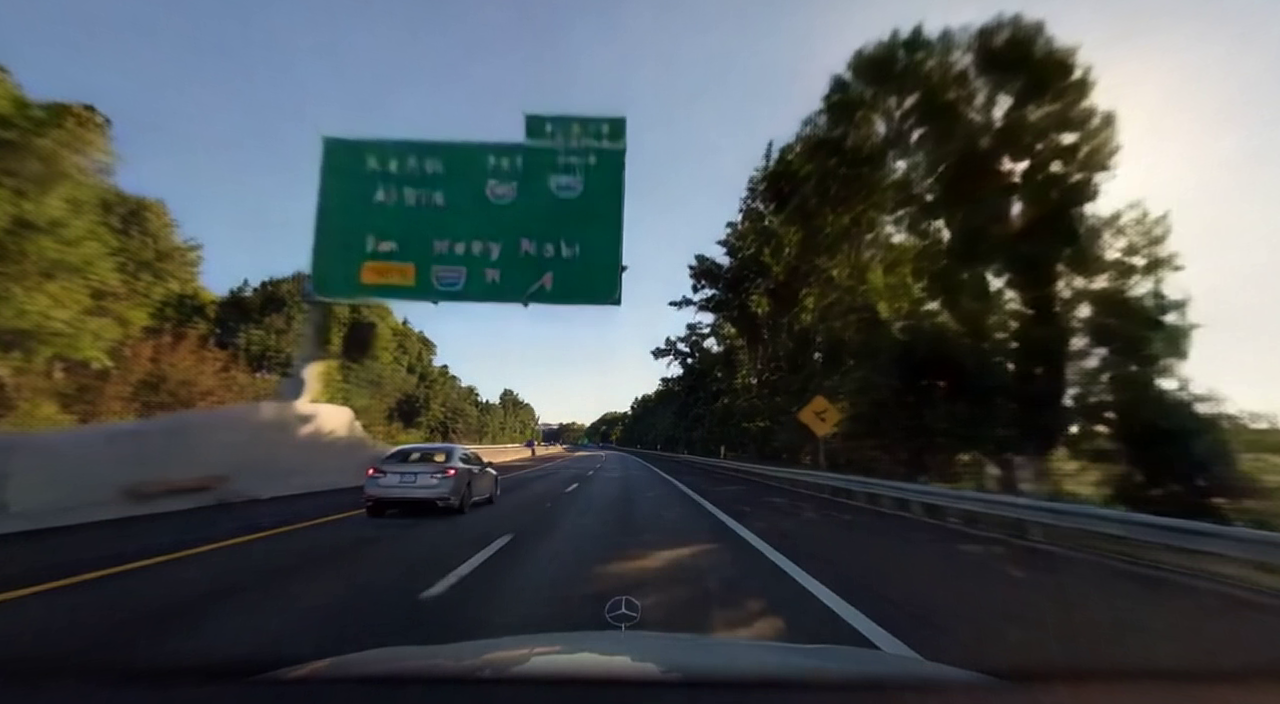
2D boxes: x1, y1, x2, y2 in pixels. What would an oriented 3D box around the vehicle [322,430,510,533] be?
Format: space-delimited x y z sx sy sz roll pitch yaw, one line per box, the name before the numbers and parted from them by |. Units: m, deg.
vehicle | -3.790 2.264 11.509 1.990 1.532 3.911 0 -9 0
